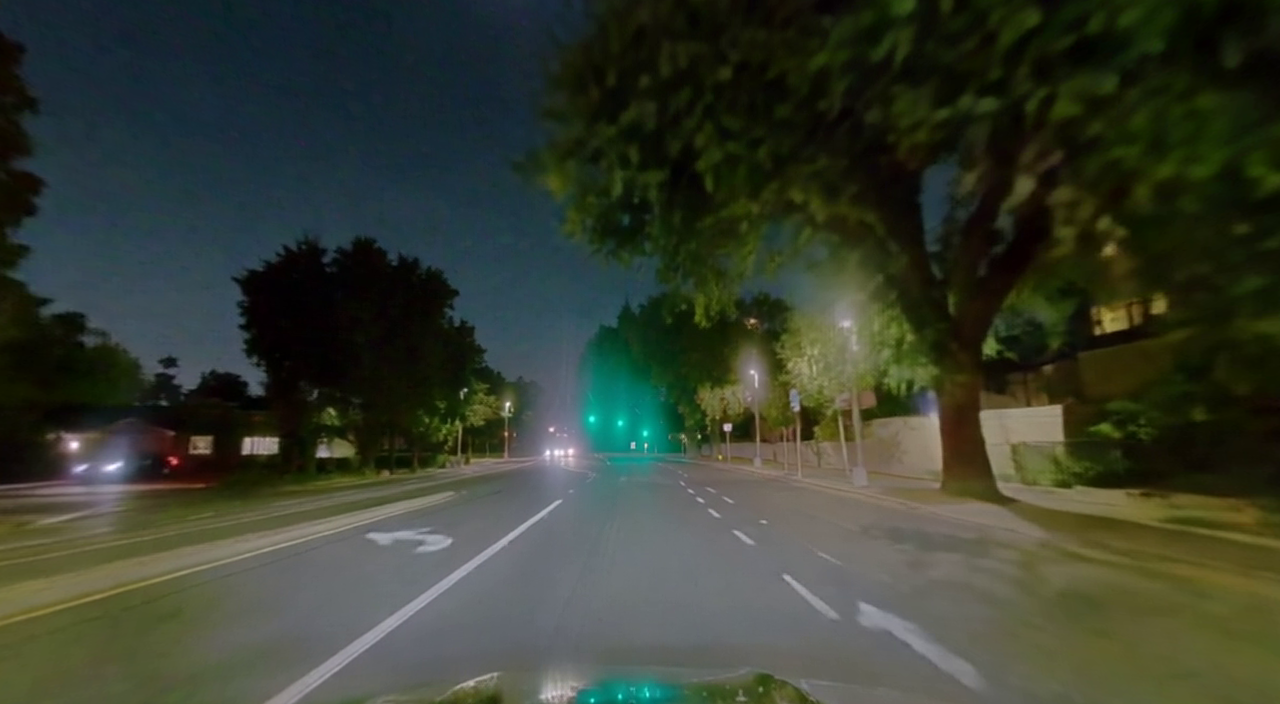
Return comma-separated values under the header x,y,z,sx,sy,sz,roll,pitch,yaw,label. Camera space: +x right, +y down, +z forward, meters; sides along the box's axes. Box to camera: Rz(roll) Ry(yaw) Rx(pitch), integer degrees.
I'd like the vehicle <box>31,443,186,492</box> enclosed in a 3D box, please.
x,y,z,sx,sy,sz,roll,pitch,yaw,label
-23.215,5.003,28.044,2.192,1.901,5.889,1,-8,-6,vehicle
